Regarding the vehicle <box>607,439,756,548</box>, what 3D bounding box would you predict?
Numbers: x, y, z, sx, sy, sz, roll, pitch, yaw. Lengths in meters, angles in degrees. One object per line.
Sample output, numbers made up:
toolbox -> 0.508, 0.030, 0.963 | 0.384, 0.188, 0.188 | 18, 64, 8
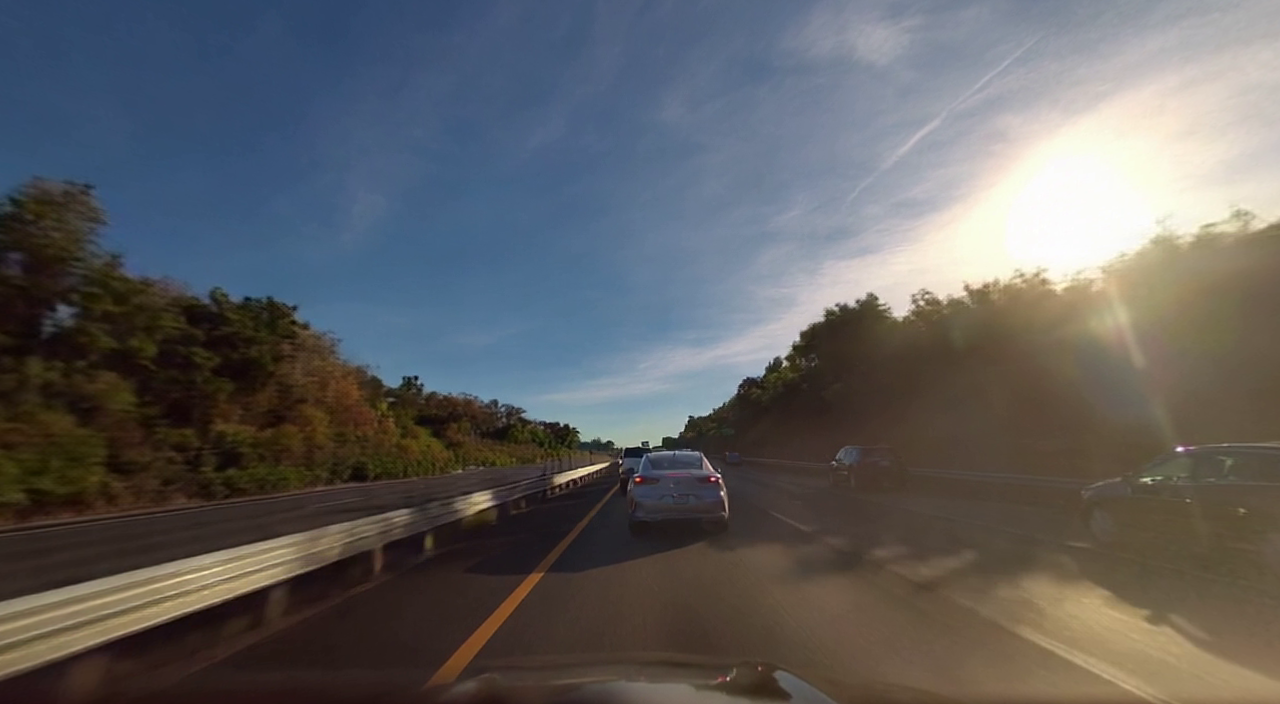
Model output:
vehicle -> 0.577, 2.275, 10.731 | 2.076, 1.485, 3.774 | 0, -9, 0

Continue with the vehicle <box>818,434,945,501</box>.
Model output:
vehicle -> 6.790, 3.295, 18.300 | 1.980, 1.702, 4.235 | 0, -9, 0

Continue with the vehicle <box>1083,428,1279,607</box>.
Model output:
vehicle -> 6.346, 1.418, 5.488 | 1.965, 1.484, 4.090 | 0, -9, 0
